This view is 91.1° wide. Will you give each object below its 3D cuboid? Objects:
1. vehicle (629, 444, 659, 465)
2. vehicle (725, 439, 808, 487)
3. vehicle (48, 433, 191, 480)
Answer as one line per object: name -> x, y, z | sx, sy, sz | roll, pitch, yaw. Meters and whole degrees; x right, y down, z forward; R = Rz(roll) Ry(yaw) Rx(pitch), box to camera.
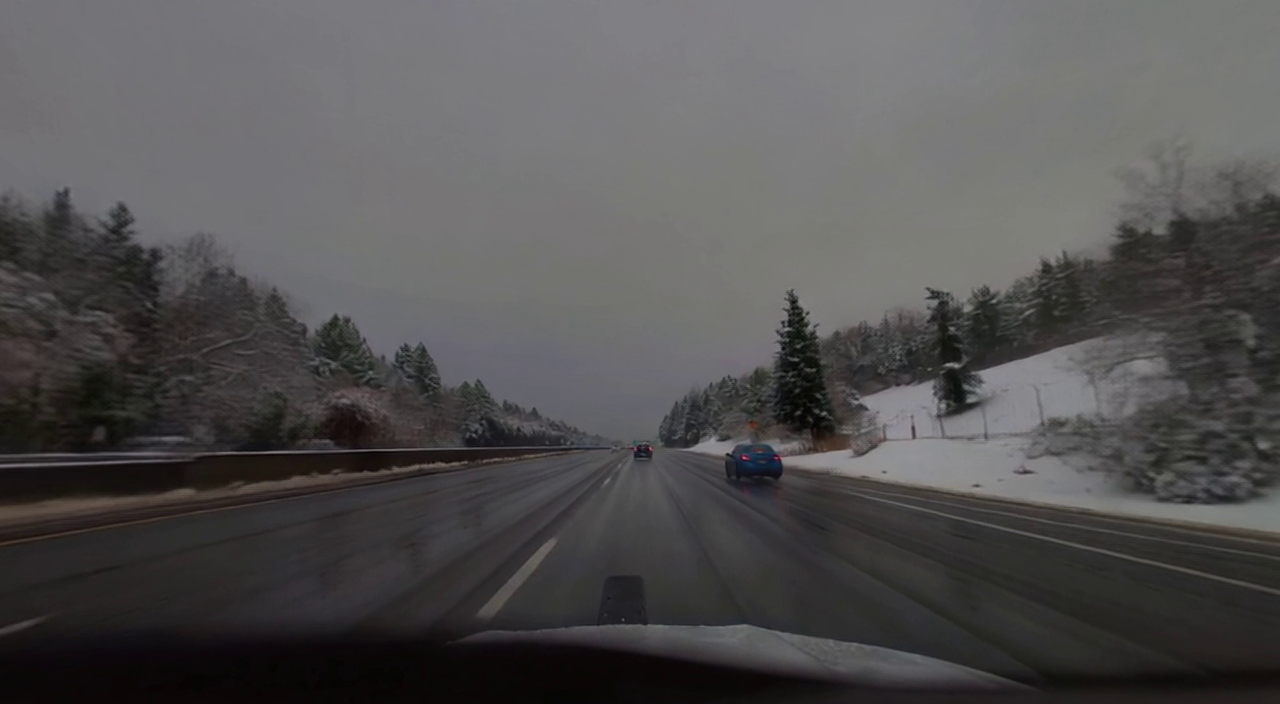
vehicle -> 0.265, 7.402, 45.665 | 2.052, 1.449, 3.857 | 0, -8, 0
vehicle -> 4.385, 3.920, 22.541 | 2.008, 1.524, 4.598 | 0, -8, 0
vehicle -> -21.043, 4.242, 25.698 | 1.923, 1.736, 4.547 | 0, -8, 0
